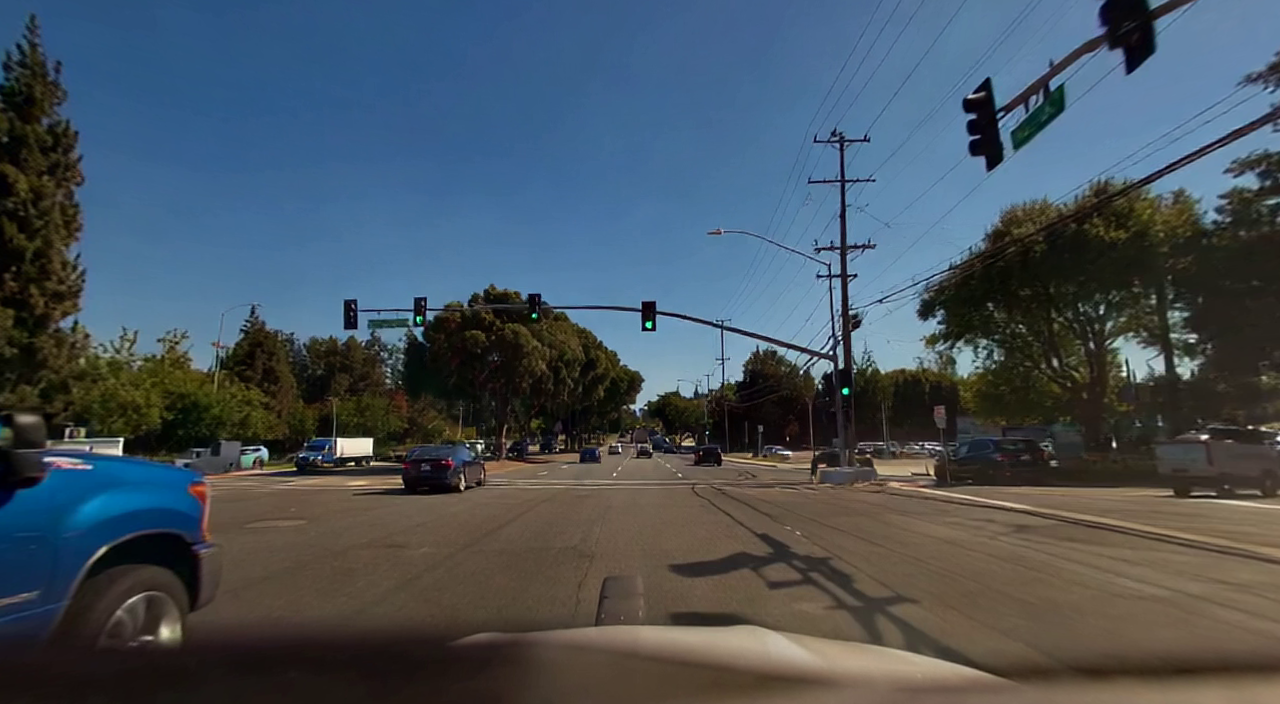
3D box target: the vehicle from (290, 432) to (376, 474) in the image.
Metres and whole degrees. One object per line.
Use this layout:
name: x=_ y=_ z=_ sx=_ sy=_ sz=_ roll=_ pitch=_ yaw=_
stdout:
vehicle: x=-21.181 y=6.996 z=44.054 sx=2.326 sy=2.692 sz=7.259 roll=0 pitch=-8 yaw=0

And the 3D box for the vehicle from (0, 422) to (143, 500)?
vehicle: x=-24.456 y=4.186 z=24.483 sx=3.073 sy=2.788 sz=9.004 roll=0 pitch=-9 yaw=0

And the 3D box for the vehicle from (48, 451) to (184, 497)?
vehicle: x=-20.916 y=4.849 z=25.501 sx=1.860 sy=1.584 sz=4.283 roll=-3 pitch=-9 yaw=0

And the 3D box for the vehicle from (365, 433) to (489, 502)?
vehicle: x=-6.420 y=3.520 z=19.759 sx=2.169 sy=1.865 sz=4.739 roll=0 pitch=-8 yaw=1

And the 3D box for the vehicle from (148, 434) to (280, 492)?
vehicle: x=-17.596 y=4.640 z=26.504 sx=2.065 sy=2.057 sz=4.987 roll=-4 pitch=-10 yaw=0

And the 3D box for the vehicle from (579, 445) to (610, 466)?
vehicle: x=-3.337 y=7.657 z=47.036 sx=2.002 sy=1.494 sz=4.322 roll=0 pitch=-8 yaw=-1

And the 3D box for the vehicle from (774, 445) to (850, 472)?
vehicle: x=10.163 y=6.307 z=37.669 sx=1.840 sy=1.428 sz=4.602 roll=3 pitch=-9 yaw=-24

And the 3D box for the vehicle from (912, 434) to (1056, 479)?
vehicle: x=14.616 y=4.431 z=26.937 sx=5.106 sy=1.735 sz=2.150 roll=-6 pitch=-10 yaw=33

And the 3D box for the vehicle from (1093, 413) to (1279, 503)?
vehicle: x=14.042 y=2.511 z=15.304 sx=4.587 sy=1.806 sz=2.188 roll=-2 pitch=-10 yaw=-11
